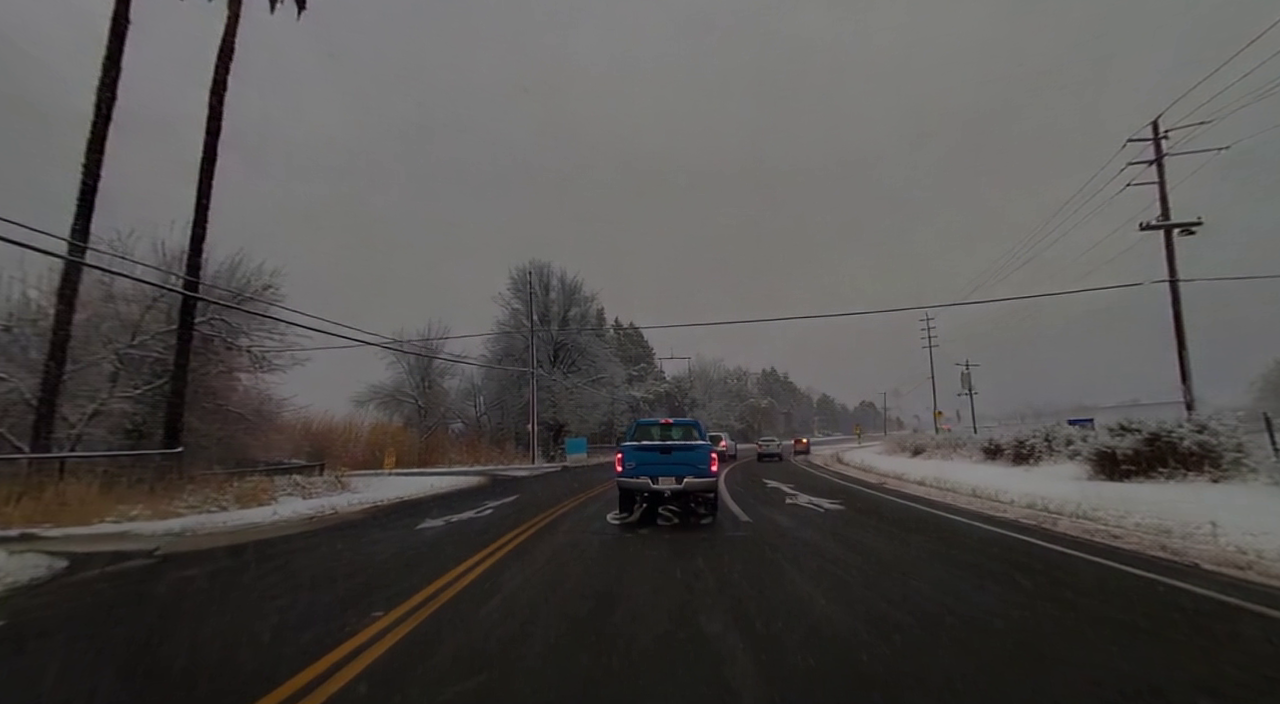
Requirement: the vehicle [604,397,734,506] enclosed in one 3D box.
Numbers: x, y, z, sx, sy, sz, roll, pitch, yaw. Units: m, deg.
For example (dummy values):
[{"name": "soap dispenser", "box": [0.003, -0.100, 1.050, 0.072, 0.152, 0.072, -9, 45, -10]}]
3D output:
[{"name": "vehicle", "box": [0.759, 2.498, 16.104, 2.693, 2.223, 5.885, -1, -8, 3]}]
